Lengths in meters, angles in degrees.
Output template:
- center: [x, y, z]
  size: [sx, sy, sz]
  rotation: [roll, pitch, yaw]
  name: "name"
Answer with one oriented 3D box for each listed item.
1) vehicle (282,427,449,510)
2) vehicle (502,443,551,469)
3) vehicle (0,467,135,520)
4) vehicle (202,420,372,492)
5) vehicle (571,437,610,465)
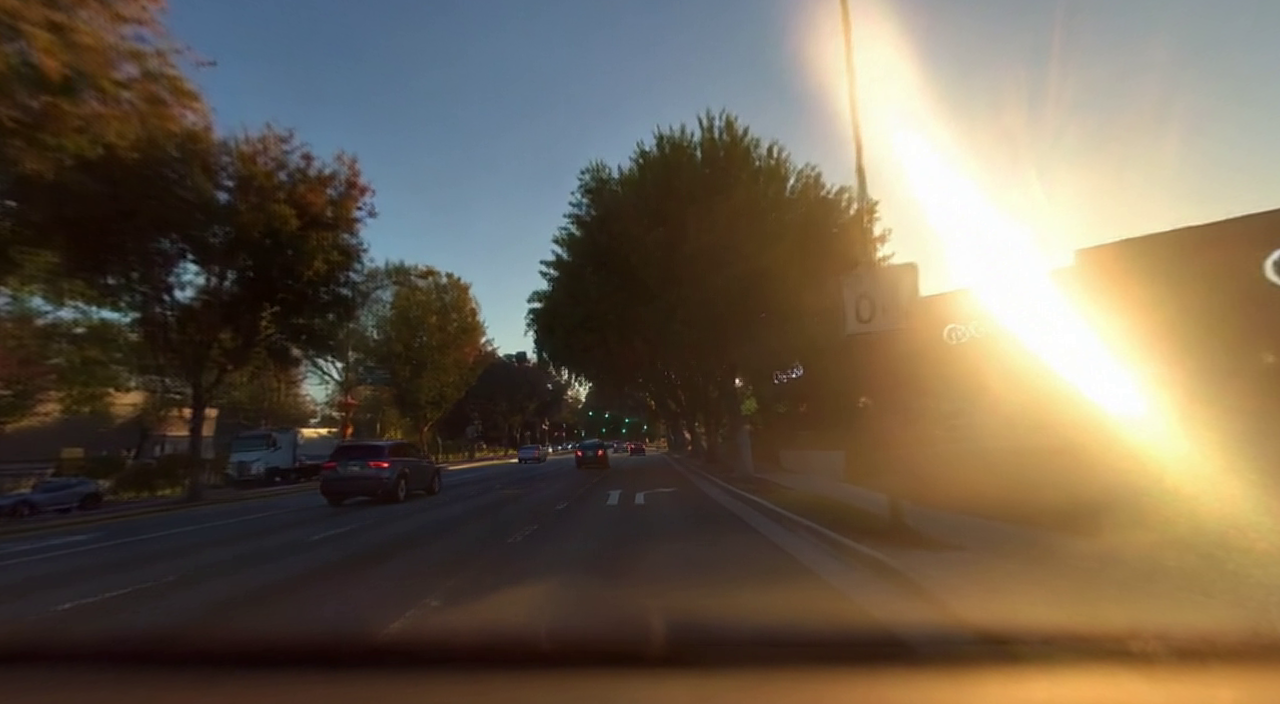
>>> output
- center: [-6.853, 2.956, 16.517]
  size: [2.137, 1.835, 4.844]
  rotation: [0, -9, 1]
  name: "vehicle"
- center: [-6.805, 6.289, 38.329]
  size: [2.072, 1.427, 4.328]
  rotation: [0, -9, 1]
  name: "vehicle"
- center: [-22.094, 5.361, 24.055]
  size: [1.900, 1.467, 4.655]
  rotation: [-6, -8, -1]
  name: "vehicle"
- center: [-21.815, 6.548, 40.789]
  size: [3.033, 3.777, 14.652]
  rotation: [0, -8, -2]
  name: "vehicle"
- center: [-3.082, 6.331, 40.286]
  size: [2.100, 1.661, 3.837]
  rotation: [0, -9, 1]
  name: "vehicle"
